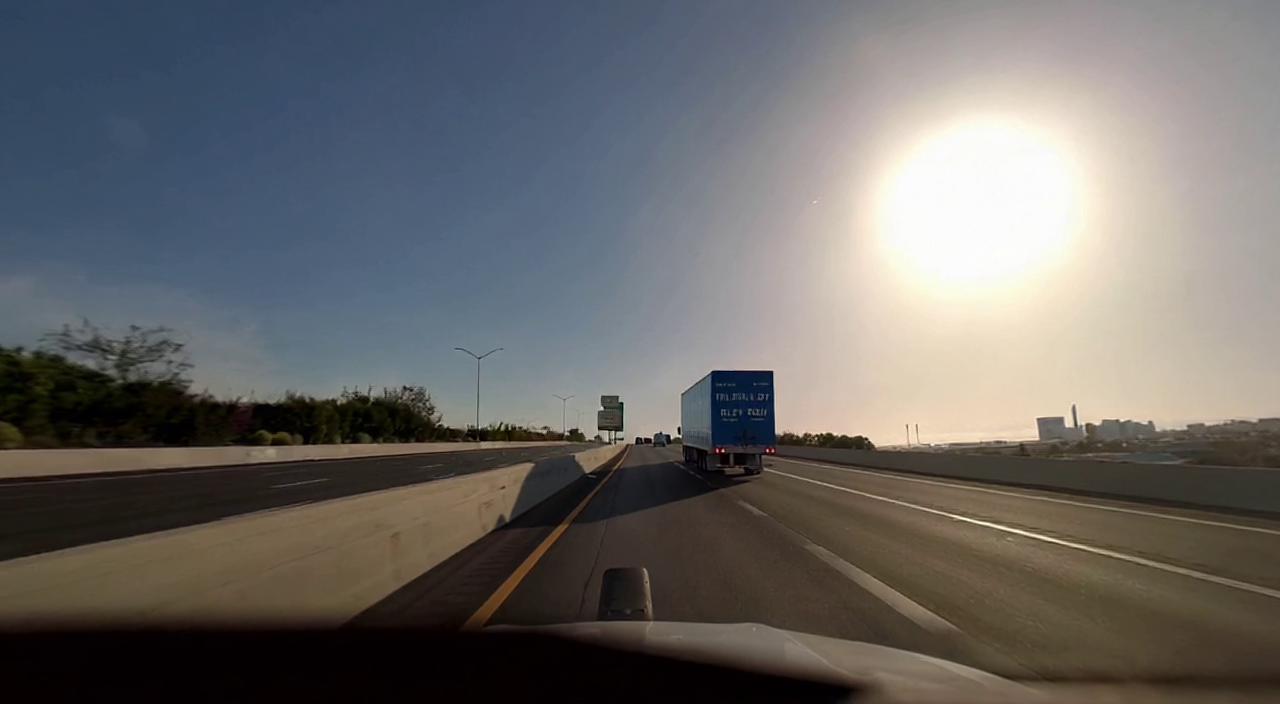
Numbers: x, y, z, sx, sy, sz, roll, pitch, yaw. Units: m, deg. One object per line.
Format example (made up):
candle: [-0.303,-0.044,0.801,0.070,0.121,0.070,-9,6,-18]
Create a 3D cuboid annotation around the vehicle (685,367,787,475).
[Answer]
vehicle: [4.125,3.597,30.883,3.006,4.093,14.142,0,-8,1]
